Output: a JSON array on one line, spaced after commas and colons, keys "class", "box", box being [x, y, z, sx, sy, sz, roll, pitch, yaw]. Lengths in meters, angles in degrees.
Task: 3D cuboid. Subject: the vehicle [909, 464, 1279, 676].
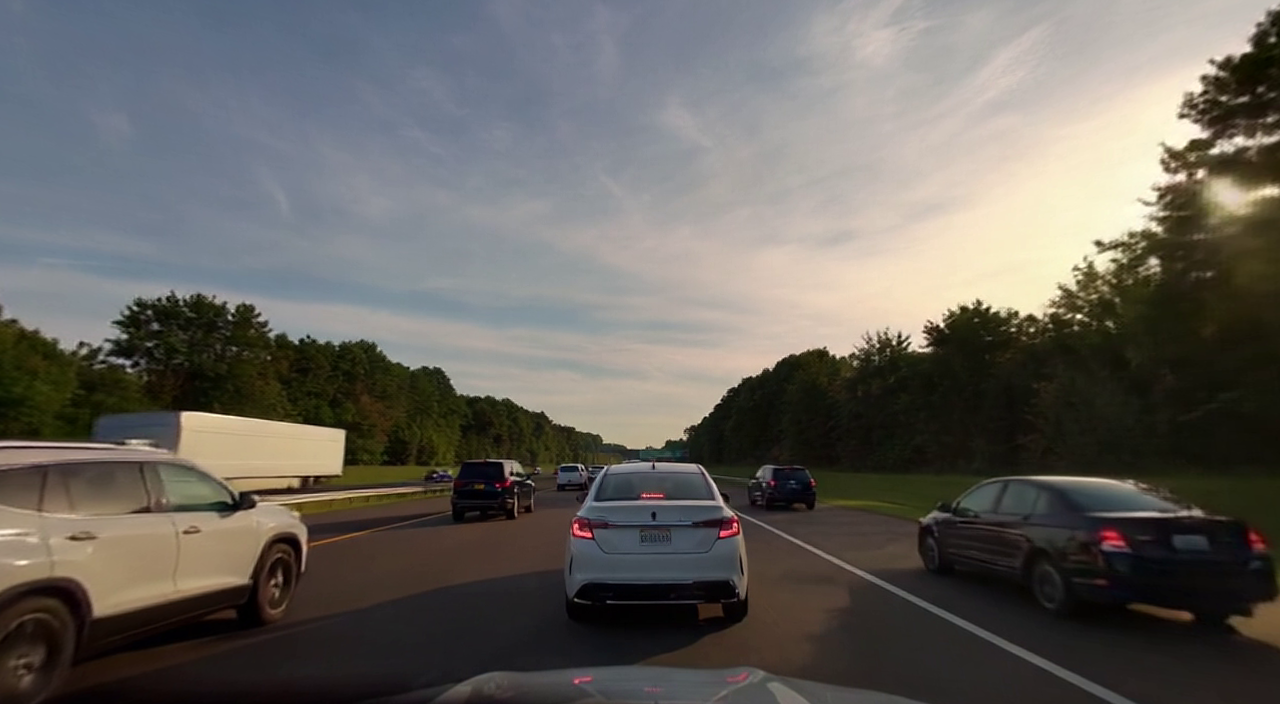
[{"class": "vehicle", "box": [4.600, 1.872, 6.423, 1.870, 1.382, 4.287, 1, -11, 1]}]

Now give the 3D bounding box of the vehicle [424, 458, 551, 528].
[{"class": "vehicle", "box": [-3.709, 3.560, 16.299, 1.960, 1.502, 4.593, 0, -11, 3]}]

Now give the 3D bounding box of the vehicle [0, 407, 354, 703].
[{"class": "vehicle", "box": [-3.914, 1.269, 4.156, 1.994, 1.556, 4.263, 1, -11, 0]}]

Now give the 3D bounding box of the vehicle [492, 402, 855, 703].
[{"class": "vehicle", "box": [0.175, 1.546, 5.740, 2.057, 1.725, 4.126, 1, -11, -1]}]
